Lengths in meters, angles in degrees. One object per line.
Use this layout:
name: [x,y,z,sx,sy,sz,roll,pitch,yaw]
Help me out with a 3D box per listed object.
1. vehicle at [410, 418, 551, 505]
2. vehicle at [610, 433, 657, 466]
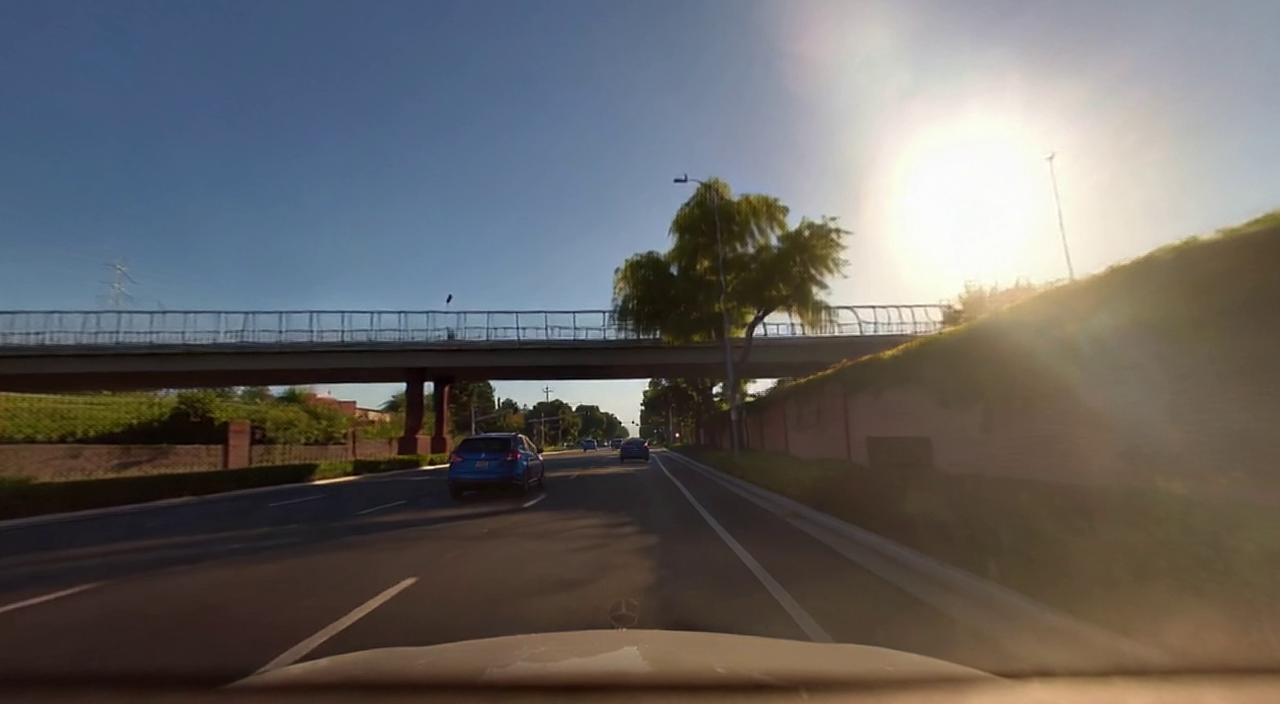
vehicle: [-3.671,2.625,15.596,2.223,1.771,4.581,-1,-8,1]
vehicle: [-0.311,4.815,31.443,2.205,1.509,4.272,0,-8,0]
